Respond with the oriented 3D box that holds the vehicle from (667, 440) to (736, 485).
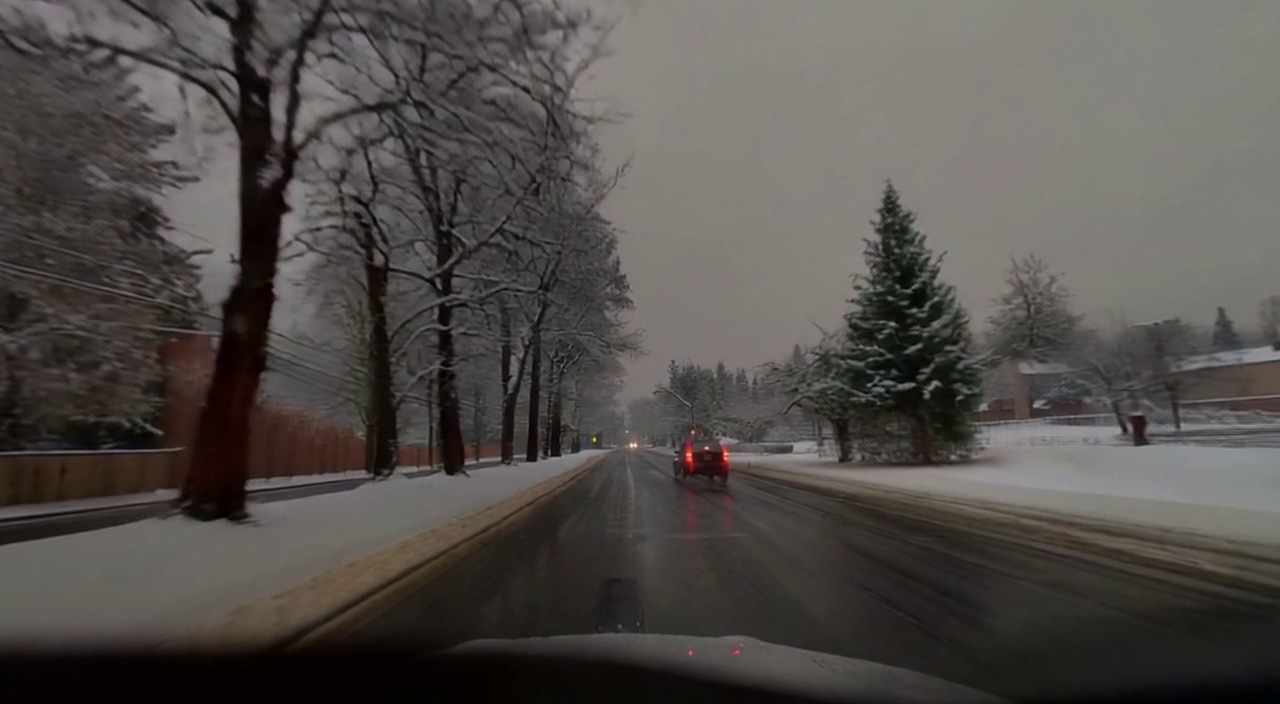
[{"bbox_3d":[2.184,4.087,23.714,1.985,1.529,4.316,0,-9,-2],"label":"vehicle"}]
